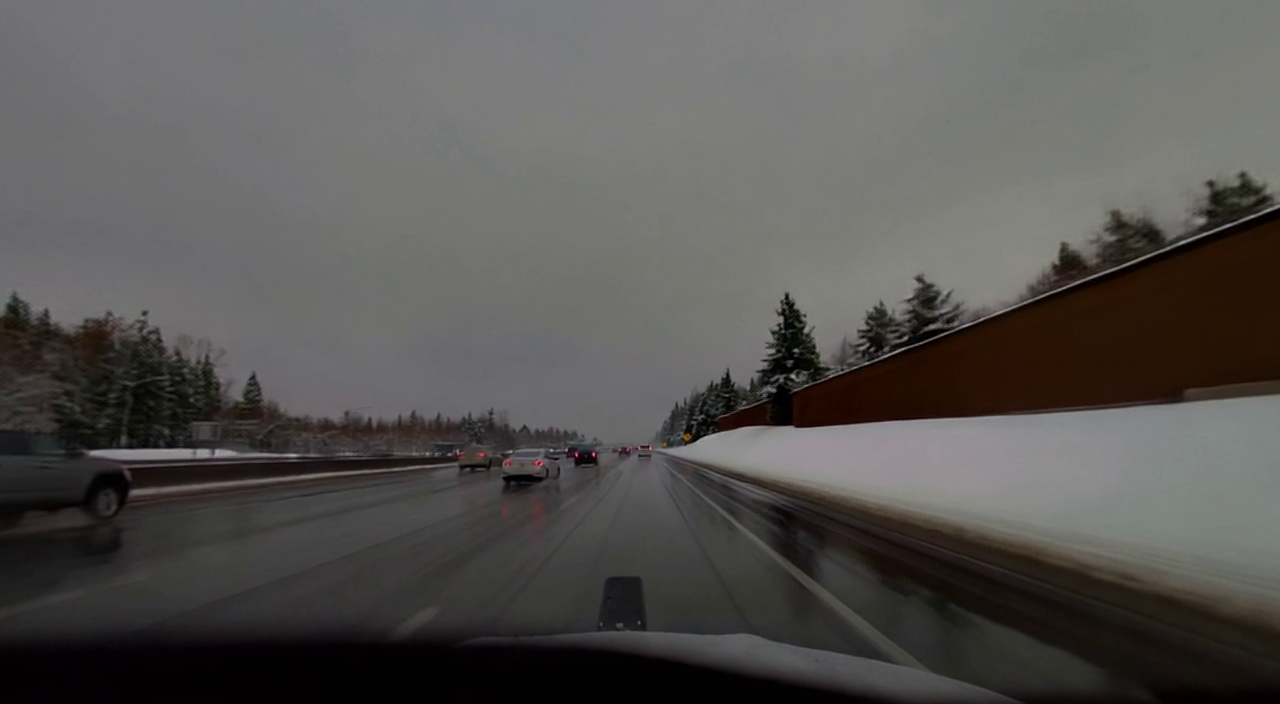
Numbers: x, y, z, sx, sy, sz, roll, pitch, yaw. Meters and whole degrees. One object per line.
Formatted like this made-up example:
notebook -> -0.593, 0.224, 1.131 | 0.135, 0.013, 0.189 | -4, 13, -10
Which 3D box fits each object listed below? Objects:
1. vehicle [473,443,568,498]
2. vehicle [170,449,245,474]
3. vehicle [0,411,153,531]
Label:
vehicle -> -3.591, 3.640, 19.828 | 1.945, 1.484, 4.803 | 0, -8, 1
vehicle -> -28.678, 7.244, 41.841 | 1.866, 1.513, 4.363 | 0, -8, 0
vehicle -> -11.014, 1.894, 10.038 | 2.207, 1.834, 5.255 | 0, -8, 0
